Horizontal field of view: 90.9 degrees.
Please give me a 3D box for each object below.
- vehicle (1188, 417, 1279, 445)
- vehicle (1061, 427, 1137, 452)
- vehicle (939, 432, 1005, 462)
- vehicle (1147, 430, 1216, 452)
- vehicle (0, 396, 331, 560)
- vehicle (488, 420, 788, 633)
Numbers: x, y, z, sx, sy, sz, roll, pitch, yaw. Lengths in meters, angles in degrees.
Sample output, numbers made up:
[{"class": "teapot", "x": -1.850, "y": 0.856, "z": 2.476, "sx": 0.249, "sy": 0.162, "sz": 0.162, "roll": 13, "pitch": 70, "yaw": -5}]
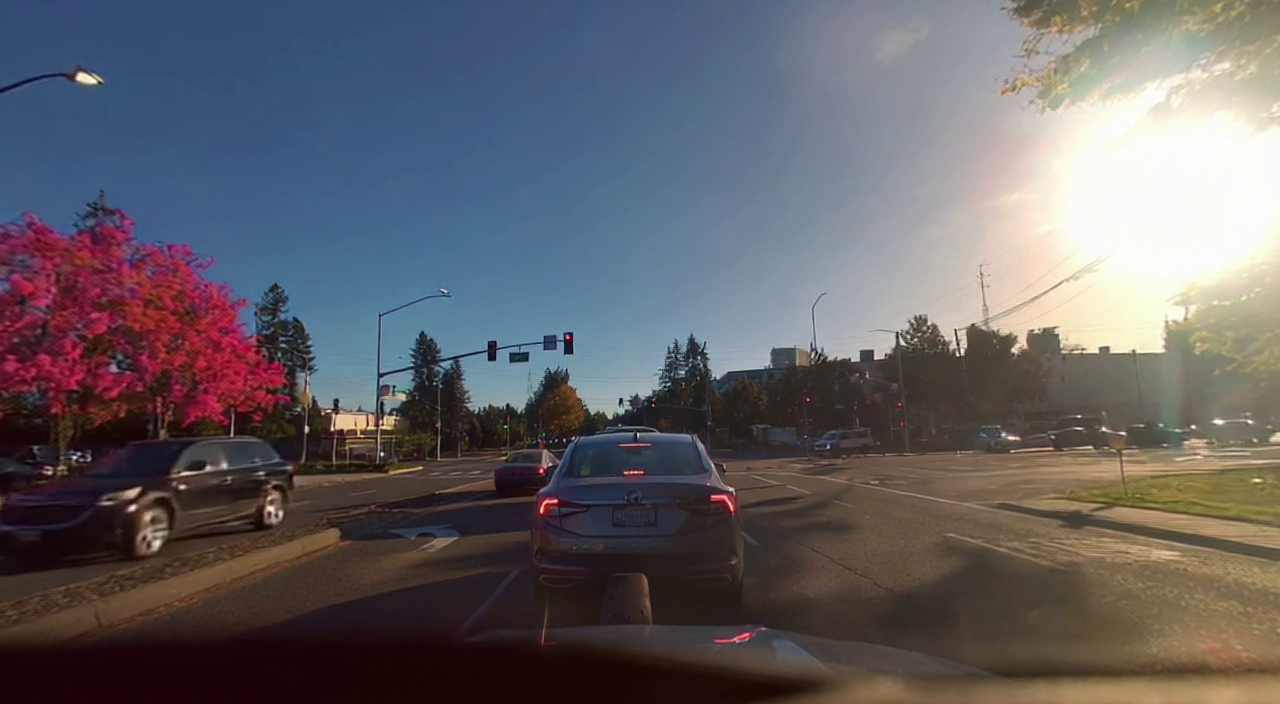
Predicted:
[{"class": "vehicle", "x": 36.320, "y": 4.872, "z": 38.460, "sx": 1.848, "sy": 1.581, "sz": 4.475, "roll": -1, "pitch": -8, "yaw": 3}, {"class": "vehicle", "x": 34.790, "y": 6.627, "z": 47.845, "sx": 4.294, "sy": 1.557, "sz": 1.744, "roll": -4, "pitch": -7, "yaw": 1}, {"class": "vehicle", "x": 18.385, "y": 5.244, "z": 34.848, "sx": 2.053, "sy": 1.495, "sz": 4.091, "roll": -8, "pitch": -12, "yaw": 44}, {"class": "vehicle", "x": 40.941, "y": 6.715, "z": 47.700, "sx": 3.573, "sy": 1.432, "sz": 1.604, "roll": -3, "pitch": -8, "yaw": 1}, {"class": "vehicle", "x": -7.716, "y": 2.000, "z": 10.785, "sx": 2.378, "sy": 2.084, "sz": 5.225, "roll": 0, "pitch": -8, "yaw": -3}, {"class": "vehicle", "x": -0.028, "y": 1.535, "z": 6.547, "sx": 2.112, "sy": 1.482, "sz": 4.057, "roll": 0, "pitch": -8, "yaw": 0}]
